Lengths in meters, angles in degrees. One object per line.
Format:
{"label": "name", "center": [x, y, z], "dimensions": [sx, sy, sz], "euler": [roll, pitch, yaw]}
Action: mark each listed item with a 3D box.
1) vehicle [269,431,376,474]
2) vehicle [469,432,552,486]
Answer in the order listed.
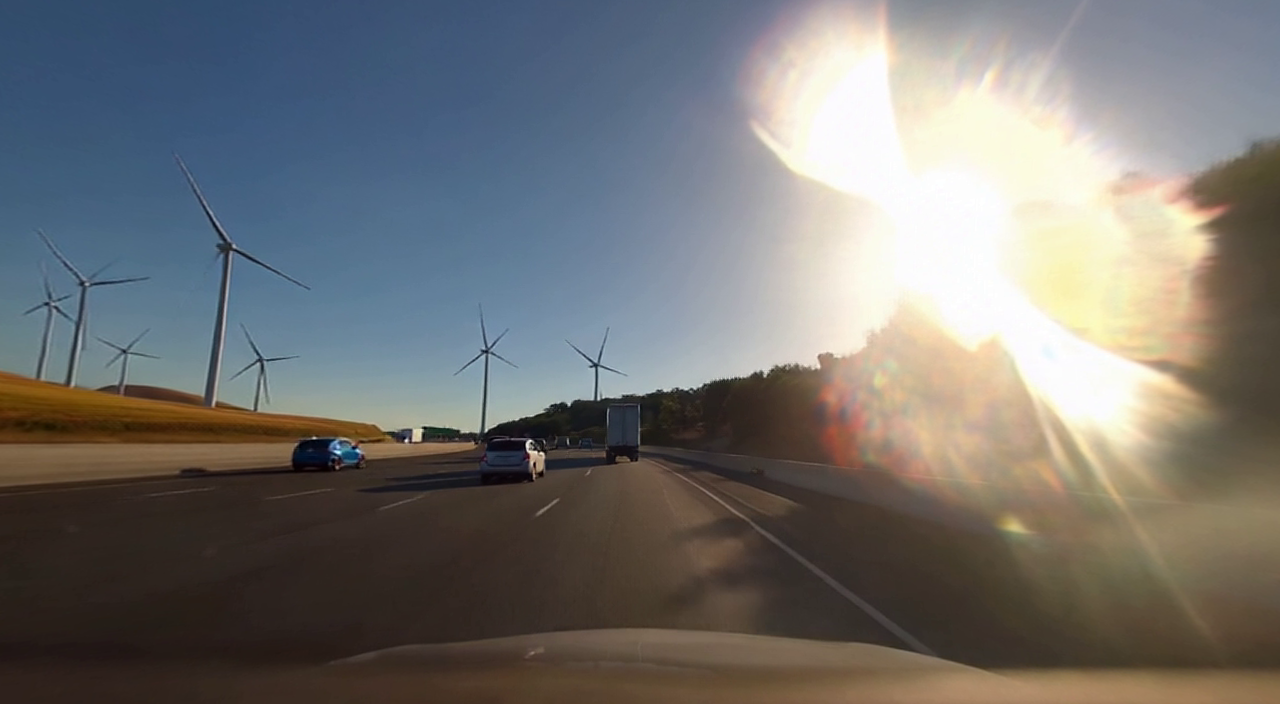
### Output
{"label": "vehicle", "center": [-15.030, 4.799, 30.168], "dimensions": [2.285, 1.835, 5.672], "euler": [0, -8, -1]}
{"label": "vehicle", "center": [-4.376, 3.671, 21.833], "dimensions": [2.109, 1.684, 3.783], "euler": [0, -8, -1]}
